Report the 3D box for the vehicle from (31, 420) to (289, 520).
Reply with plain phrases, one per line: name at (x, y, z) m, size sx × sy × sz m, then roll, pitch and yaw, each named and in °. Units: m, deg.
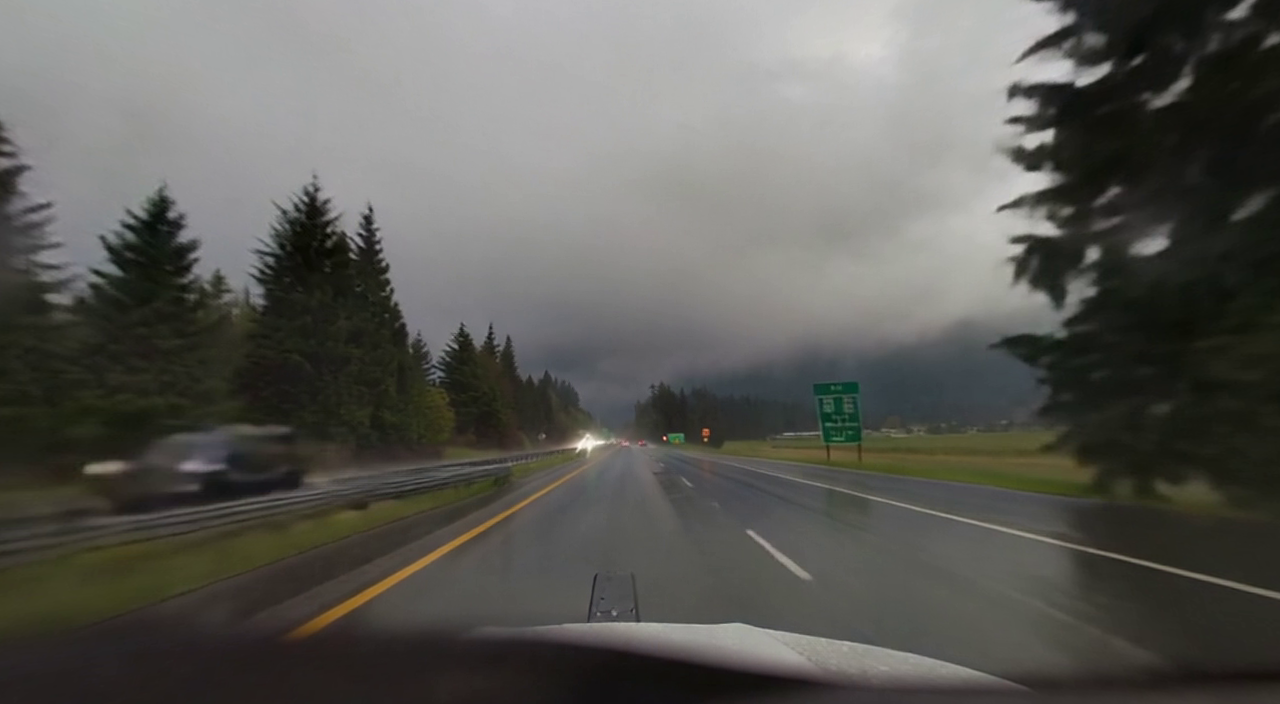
vehicle at (-9.647, 2.385, 13.275) m, size 1.927 × 1.703 × 4.488 m, roll 0°, pitch -8°, yaw -1°
